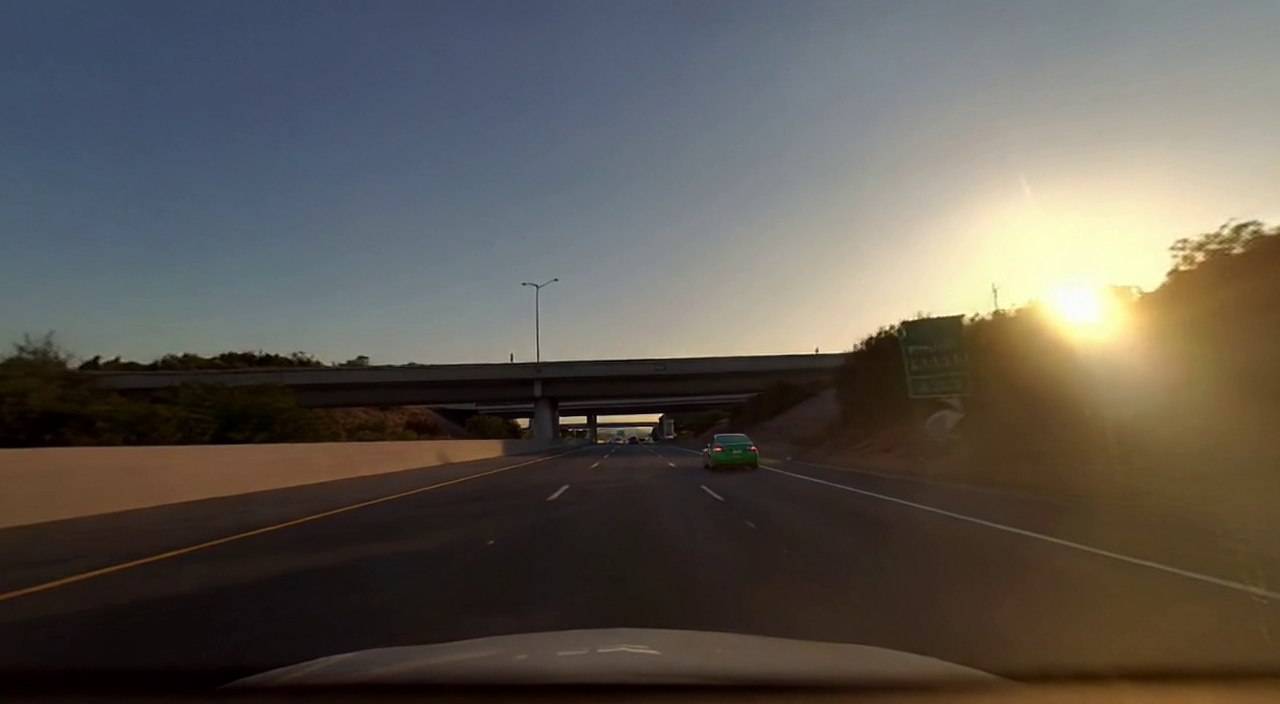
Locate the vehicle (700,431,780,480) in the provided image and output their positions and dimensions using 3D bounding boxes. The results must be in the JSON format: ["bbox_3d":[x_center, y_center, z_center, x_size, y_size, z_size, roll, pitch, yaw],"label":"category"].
[{"bbox_3d":[3.269,3.457,21.383,1.946,1.481,3.969,0,-8,-2],"label":"vehicle"}]

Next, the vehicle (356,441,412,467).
[{"bbox_3d":[-16.523,6.570,40.806,1.849,1.531,4.450,0,-8,0],"label":"vehicle"}]
